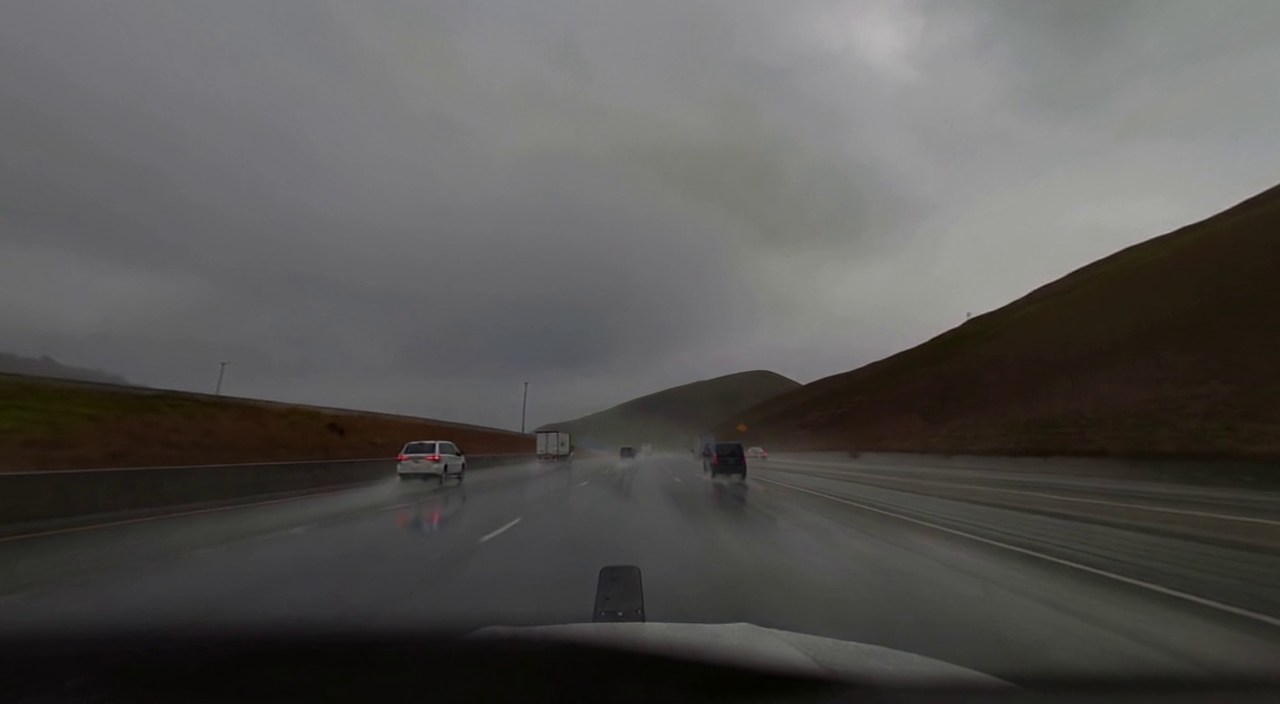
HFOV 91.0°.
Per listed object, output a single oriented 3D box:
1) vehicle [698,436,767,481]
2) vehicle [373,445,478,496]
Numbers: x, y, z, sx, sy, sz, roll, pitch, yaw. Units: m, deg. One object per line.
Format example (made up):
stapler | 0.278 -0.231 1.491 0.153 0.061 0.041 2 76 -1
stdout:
vehicle | 3.901 4.602 27.399 2.231 1.789 4.700 0 -9 0
vehicle | -7.223 4.023 21.842 1.935 1.550 4.883 0 -9 0
